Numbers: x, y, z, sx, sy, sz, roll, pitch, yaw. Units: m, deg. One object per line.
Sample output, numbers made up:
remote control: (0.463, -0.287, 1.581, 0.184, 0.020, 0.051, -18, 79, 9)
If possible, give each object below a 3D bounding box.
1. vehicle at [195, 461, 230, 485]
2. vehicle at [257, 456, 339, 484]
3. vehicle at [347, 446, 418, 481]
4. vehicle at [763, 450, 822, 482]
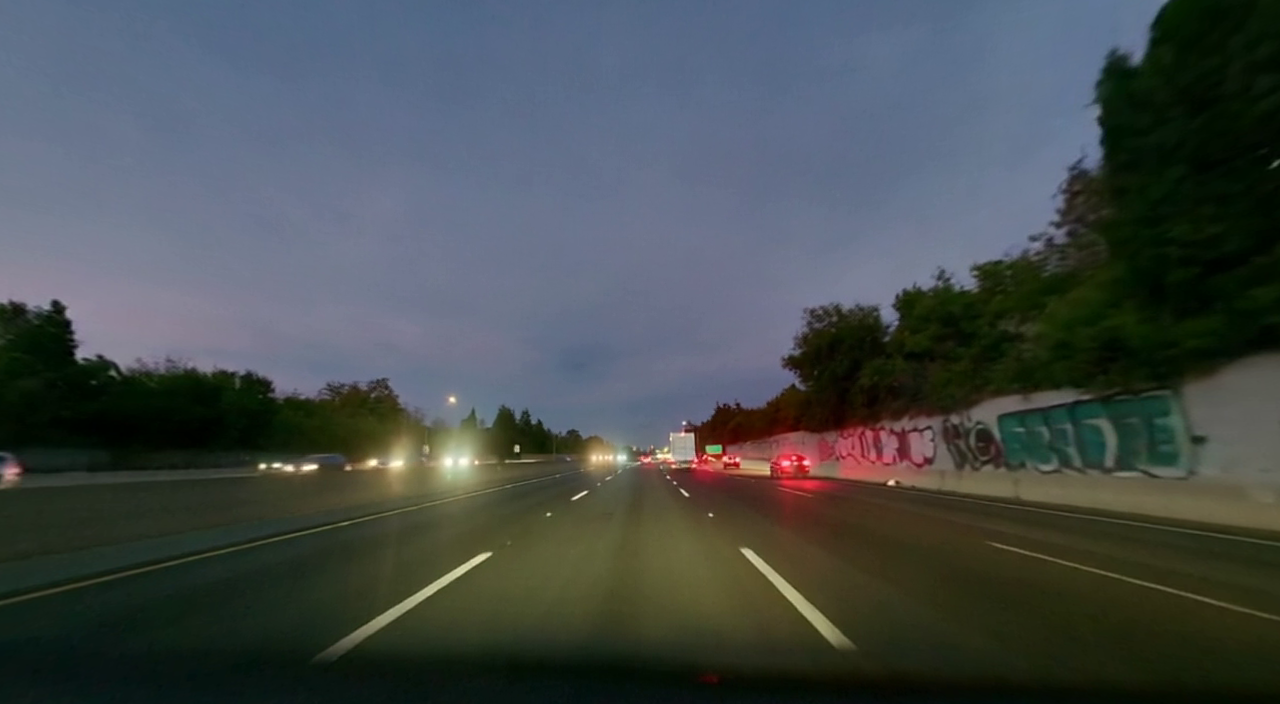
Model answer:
vehicle: (-32.018, 9.031, 47.280, 1.873, 1.614, 4.321, 5, -10, -31)
vehicle: (-19.069, 6.561, 35.364, 1.985, 1.429, 4.497, 0, -9, 1)
vehicle: (-15.240, 6.626, 37.653, 2.130, 1.948, 4.751, 0, -9, 1)
vehicle: (7.762, 5.850, 32.538, 1.907, 1.495, 4.517, 0, -9, 0)
